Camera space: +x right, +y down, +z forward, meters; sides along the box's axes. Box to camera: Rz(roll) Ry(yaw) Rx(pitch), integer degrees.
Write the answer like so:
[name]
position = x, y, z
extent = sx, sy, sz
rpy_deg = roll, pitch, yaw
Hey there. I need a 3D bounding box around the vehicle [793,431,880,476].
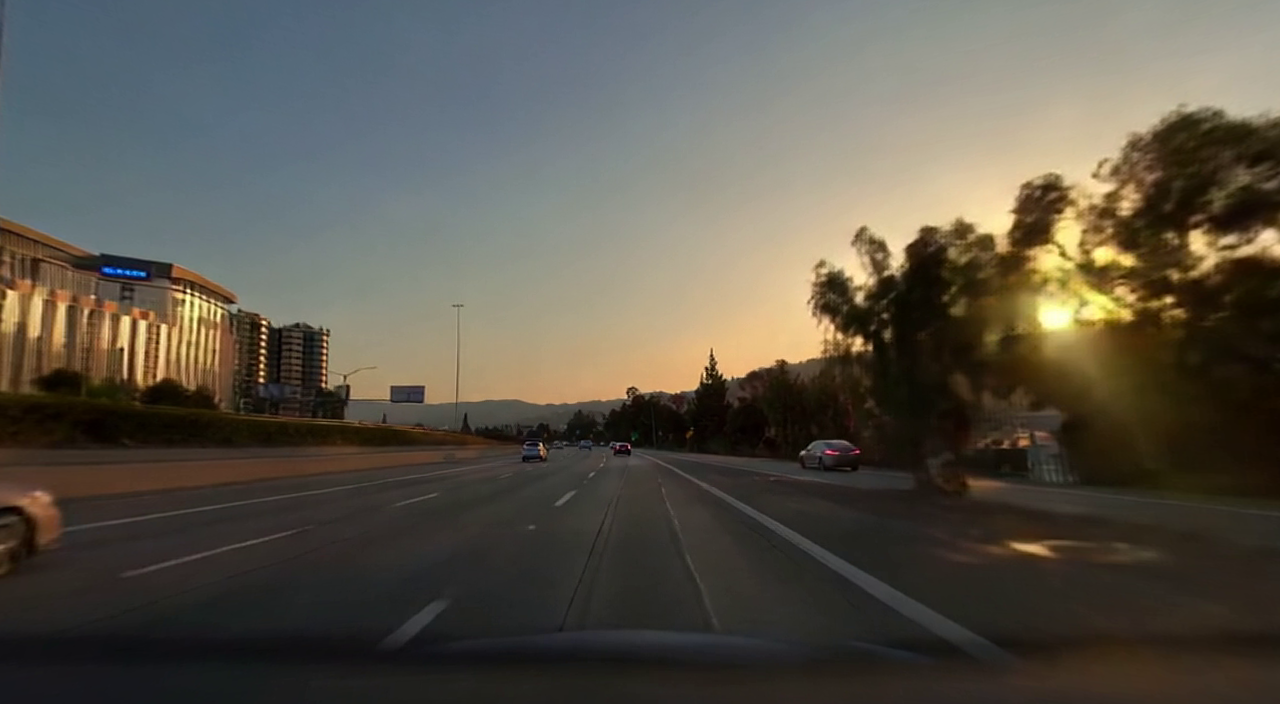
[vehicle]
position = 8.369, 4.383, 27.403
extent = 2.023, 1.782, 4.193
rpy_deg = 1, -9, -6
